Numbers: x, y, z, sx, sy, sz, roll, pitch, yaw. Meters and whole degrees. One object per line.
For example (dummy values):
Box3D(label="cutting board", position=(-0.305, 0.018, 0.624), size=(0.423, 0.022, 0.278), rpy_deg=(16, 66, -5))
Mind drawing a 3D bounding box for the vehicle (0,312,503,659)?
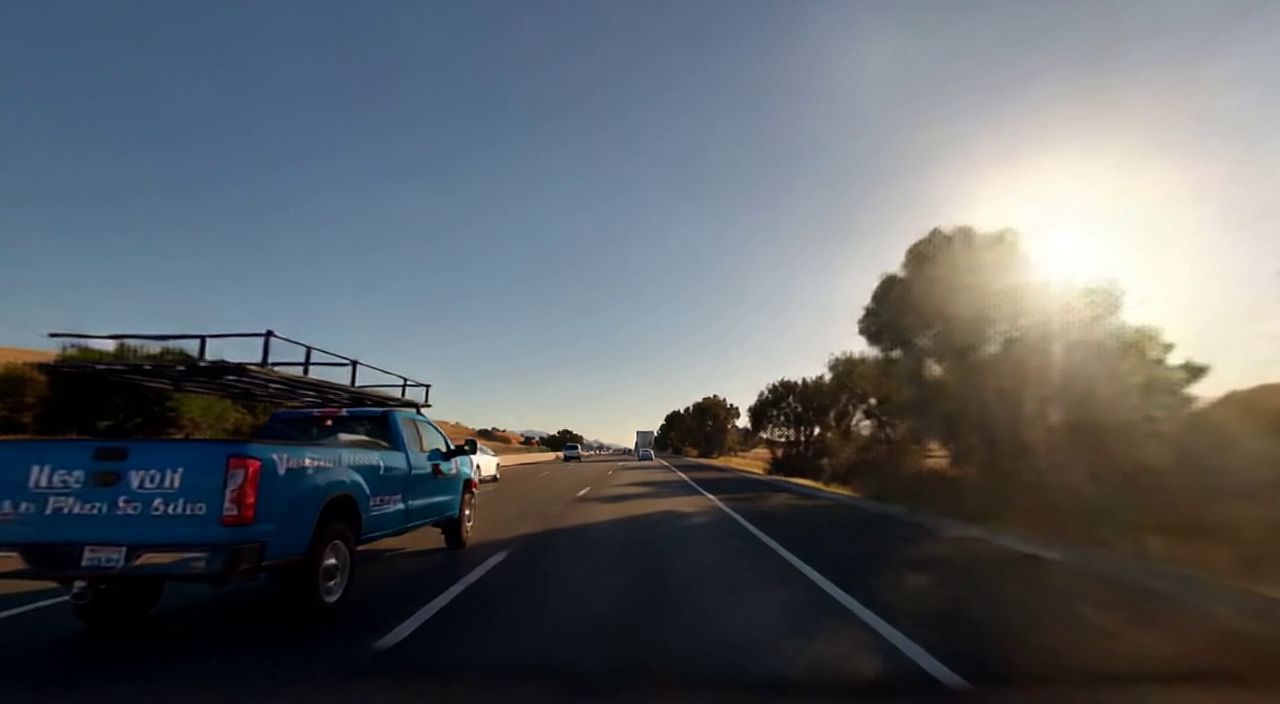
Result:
Box3D(label="vehicle", position=(-3.835, 1.360, 7.658), size=(2.791, 2.330, 6.725), rpy_deg=(0, -8, 0))
